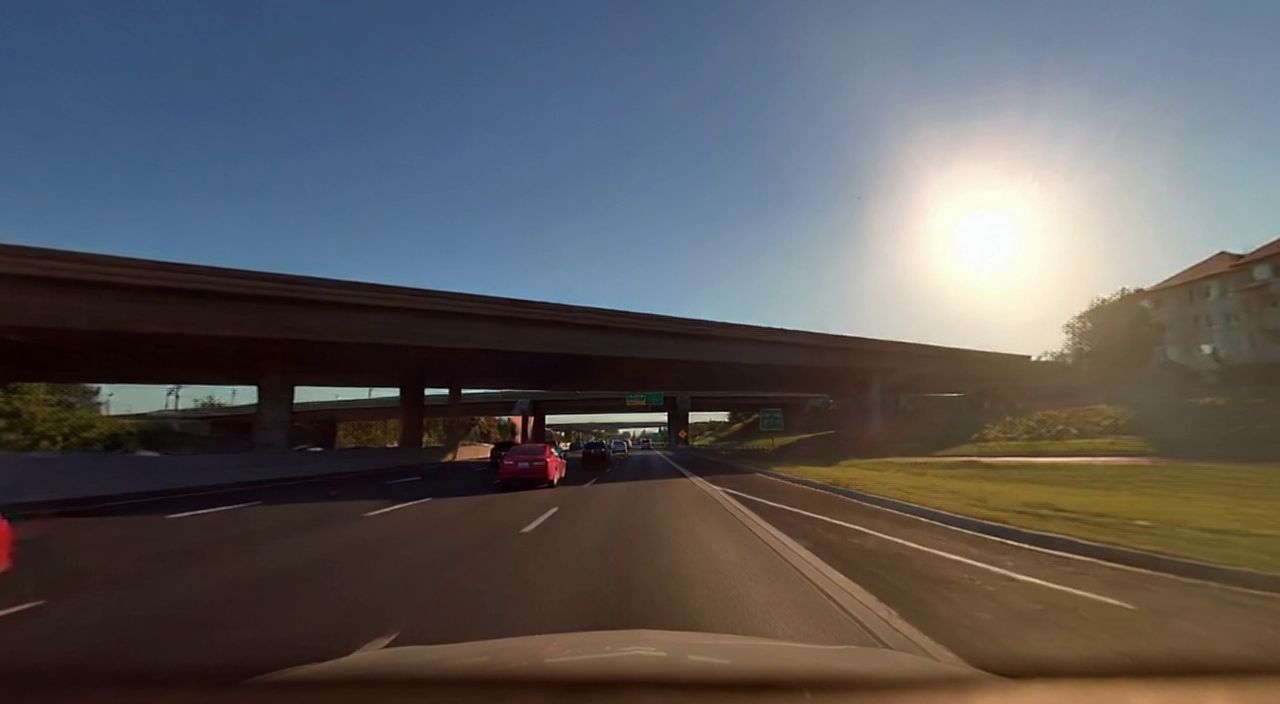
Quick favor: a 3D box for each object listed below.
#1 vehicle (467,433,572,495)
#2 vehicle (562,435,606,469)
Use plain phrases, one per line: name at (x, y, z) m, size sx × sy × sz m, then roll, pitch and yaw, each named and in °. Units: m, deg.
vehicle at (-3.463, 3.327, 19.153) m, size 2.210 × 1.628 × 4.586 m, roll 0°, pitch -9°, yaw 1°
vehicle at (-3.190, 5.826, 36.921) m, size 2.080 × 1.811 × 4.644 m, roll 0°, pitch -9°, yaw 1°
